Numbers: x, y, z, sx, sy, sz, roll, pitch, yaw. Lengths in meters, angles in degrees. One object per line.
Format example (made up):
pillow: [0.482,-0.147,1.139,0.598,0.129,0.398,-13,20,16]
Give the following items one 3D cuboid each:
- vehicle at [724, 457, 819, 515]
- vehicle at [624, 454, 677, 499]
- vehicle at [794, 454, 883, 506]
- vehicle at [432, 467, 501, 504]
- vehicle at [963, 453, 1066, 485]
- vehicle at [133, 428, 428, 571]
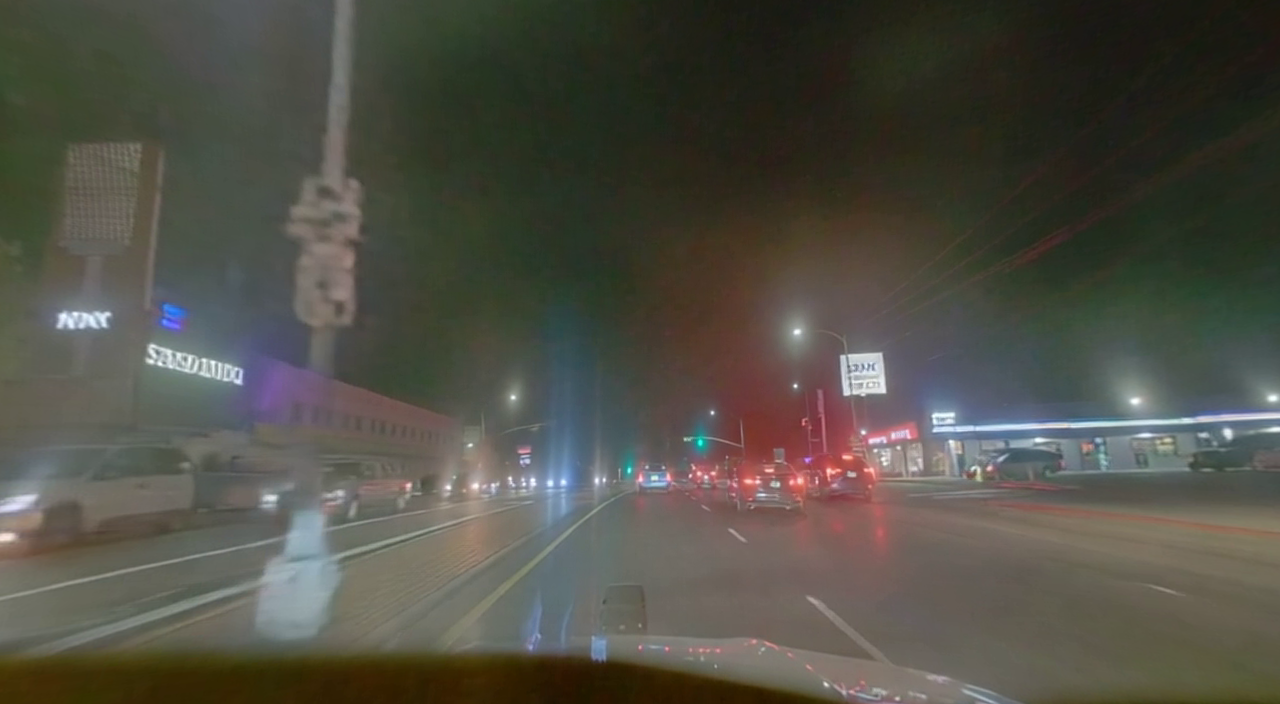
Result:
vehicle: [3.890,4.047,19.531,1.963,1.484,4.609,-1,-9,0]
vehicle: [0.504,5.677,29.150,2.210,1.861,4.280,-1,-9,2]
vehicle: [7.514,4.855,24.403,2.040,1.738,4.414,-1,-9,1]
vehicle: [-8.340,6.449,30.787,1.906,1.519,4.797,-1,-9,2]
vehicle: [22.318,6.982,37.738,4.718,1.628,2.008,-3,-9,5]
vehicle: [-5.264,2.218,10.183,2.180,1.646,4.467,-3,-9,-1]
